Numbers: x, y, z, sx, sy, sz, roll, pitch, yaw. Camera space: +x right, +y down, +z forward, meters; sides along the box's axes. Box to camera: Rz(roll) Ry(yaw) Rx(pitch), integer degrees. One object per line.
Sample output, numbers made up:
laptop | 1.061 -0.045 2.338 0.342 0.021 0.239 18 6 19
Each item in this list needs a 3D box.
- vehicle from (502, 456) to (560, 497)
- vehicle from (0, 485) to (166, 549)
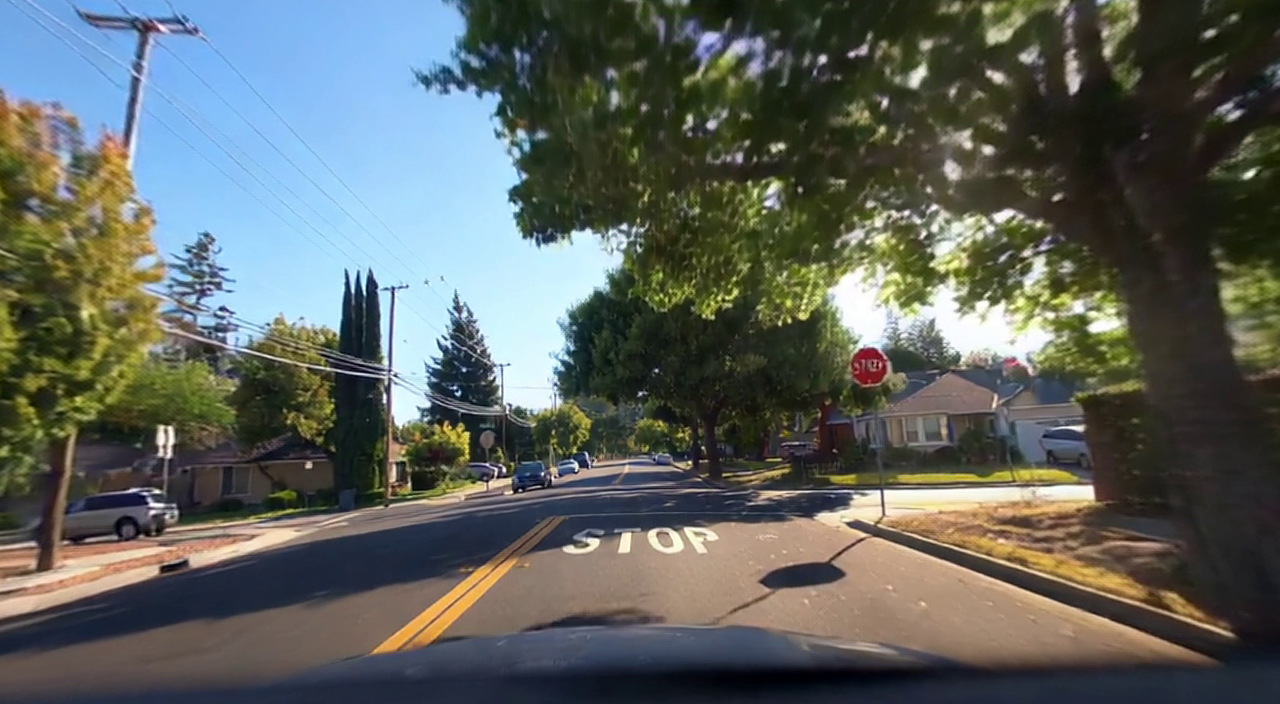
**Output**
vehicle | -5.972 6.856 35.231 2.149 1.823 4.613 -6 -9 1
vehicle | -18.474 5.423 20.884 4.274 1.626 2.093 -6 -9 11
